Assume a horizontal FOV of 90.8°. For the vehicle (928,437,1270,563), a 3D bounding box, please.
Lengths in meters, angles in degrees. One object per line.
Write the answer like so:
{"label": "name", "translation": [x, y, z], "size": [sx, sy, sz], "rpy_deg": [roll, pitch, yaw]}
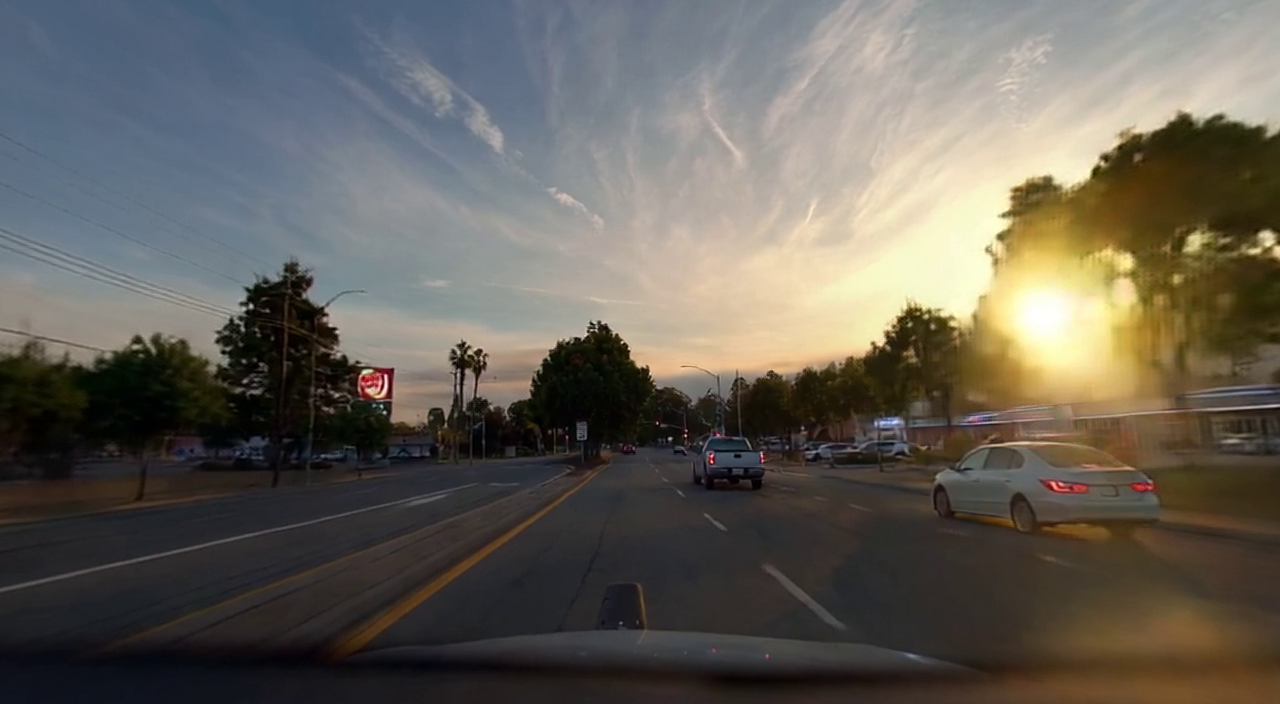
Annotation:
{"label": "vehicle", "translation": [6.508, 2.099, 9.779], "size": [1.986, 1.480, 4.296], "rpy_deg": [0, -9, -1]}

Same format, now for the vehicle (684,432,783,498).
{"label": "vehicle", "translation": [2.662, 3.396, 19.378], "size": [2.214, 1.749, 4.998], "rpy_deg": [0, -9, -1]}

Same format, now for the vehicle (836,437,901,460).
{"label": "vehicle", "translation": [17.477, 7.448, 48.540], "size": [4.262, 1.714, 2.084], "rpy_deg": [-1, -9, 6]}
